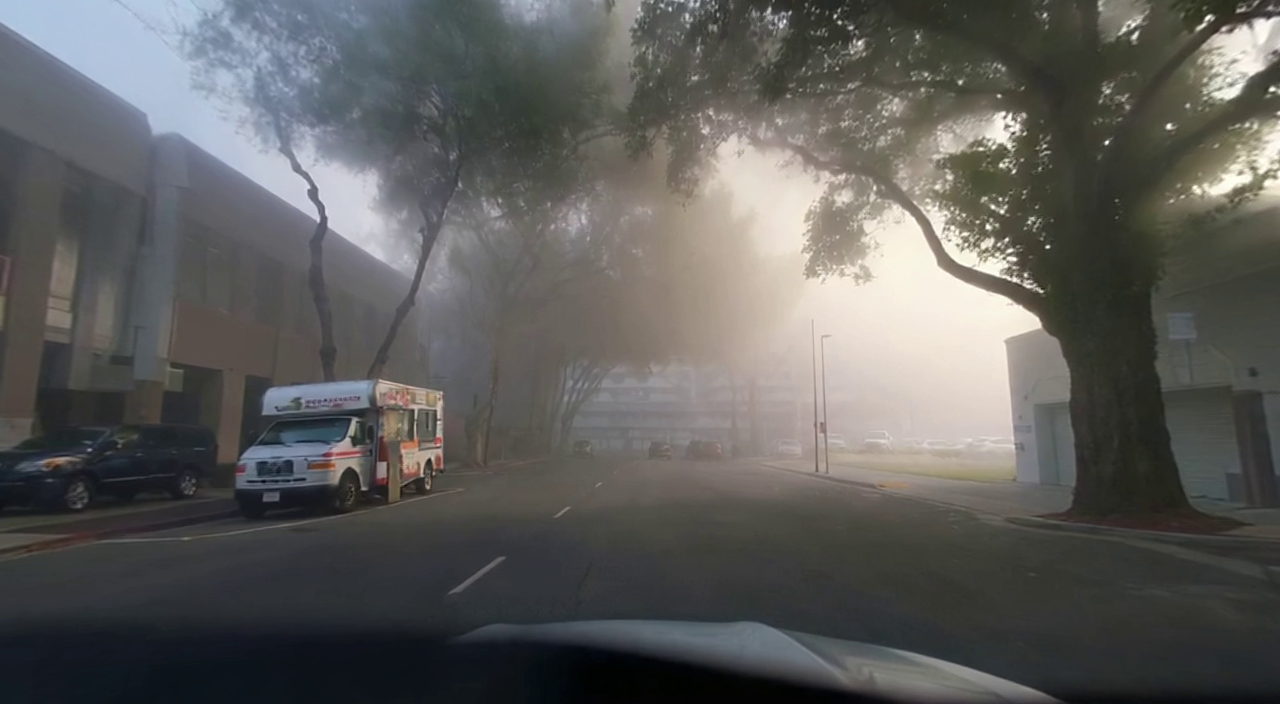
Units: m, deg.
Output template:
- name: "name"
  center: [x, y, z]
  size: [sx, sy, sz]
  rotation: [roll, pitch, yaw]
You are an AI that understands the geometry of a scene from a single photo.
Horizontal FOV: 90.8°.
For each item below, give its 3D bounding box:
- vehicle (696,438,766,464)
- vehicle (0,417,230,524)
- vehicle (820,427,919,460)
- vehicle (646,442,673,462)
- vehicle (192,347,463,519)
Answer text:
- name: "vehicle"
  center: [6.434, 6.959, 44.396]
  size: [4.626, 1.723, 1.939]
  rotation: [5, -10, -31]
- name: "vehicle"
  center: [-10.972, 2.292, 12.806]
  size: [1.944, 1.742, 4.657]
  rotation: [-1, -8, 4]
- name: "vehicle"
  center: [14.875, 5.967, 41.202]
  size: [5.540, 2.045, 2.259]
  rotation: [0, -8, 0]
- name: "vehicle"
  center: [1.473, 7.714, 48.980]
  size: [2.046, 1.445, 4.001]
  rotation: [0, -8, 0]
- name: "vehicle"
  center: [-6.875, 2.036, 15.492]
  size: [2.968, 3.222, 7.036]
  rotation: [-1, -9, 0]
